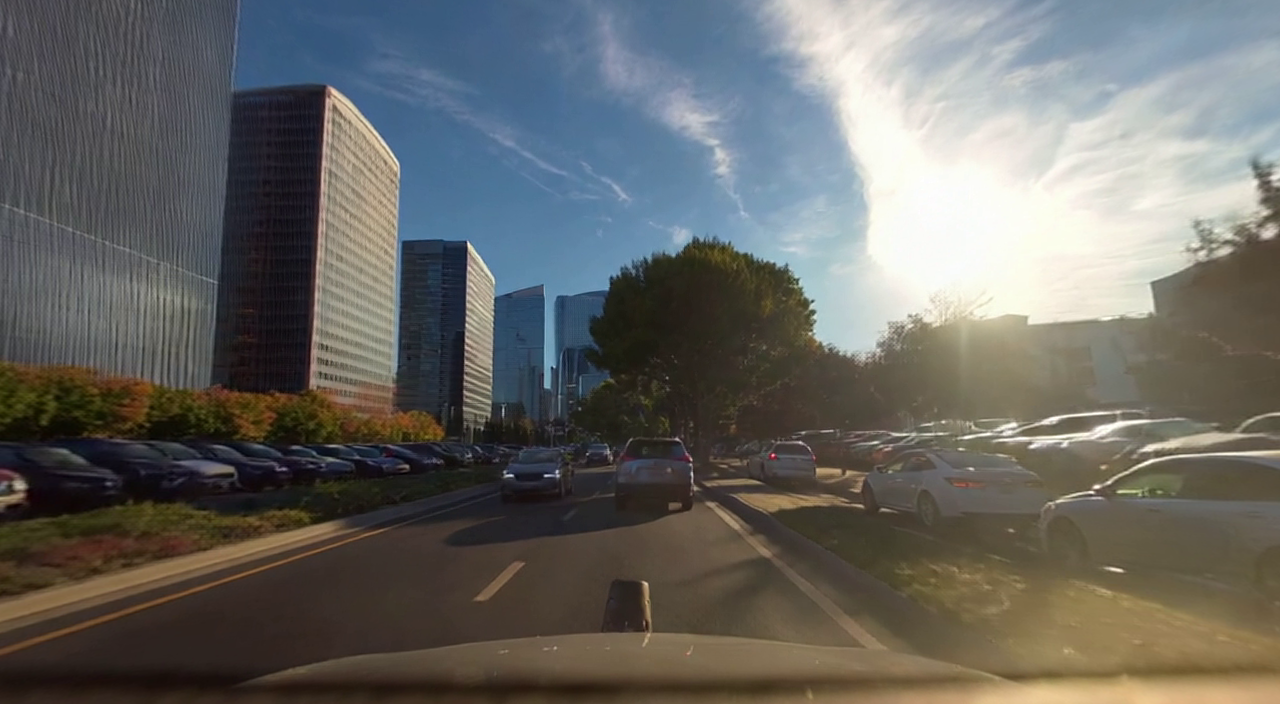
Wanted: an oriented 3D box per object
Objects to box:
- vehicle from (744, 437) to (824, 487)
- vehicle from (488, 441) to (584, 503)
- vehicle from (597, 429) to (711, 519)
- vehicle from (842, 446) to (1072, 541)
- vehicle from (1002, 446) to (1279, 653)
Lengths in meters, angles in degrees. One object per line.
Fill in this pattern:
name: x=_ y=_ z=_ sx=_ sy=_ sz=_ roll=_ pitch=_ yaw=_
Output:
vehicle: x=5.664 y=4.388 z=25.405 sx=2.059 sy=1.813 sz=4.637 roll=0 pitch=-9 yaw=-1
vehicle: x=-2.779 y=3.315 z=17.854 sx=1.979 sy=1.534 sz=4.076 roll=0 pitch=-9 yaw=1
vehicle: x=0.293 y=2.564 z=13.686 sx=2.105 sy=1.653 sz=3.887 roll=0 pitch=-9 yaw=1
vehicle: x=5.678 y=2.552 z=12.193 sx=1.852 sy=1.452 sz=4.852 roll=0 pitch=-9 yaw=-1
vehicle: x=5.532 y=1.591 z=5.646 sx=1.809 sy=1.478 sz=4.623 roll=0 pitch=-9 yaw=0
